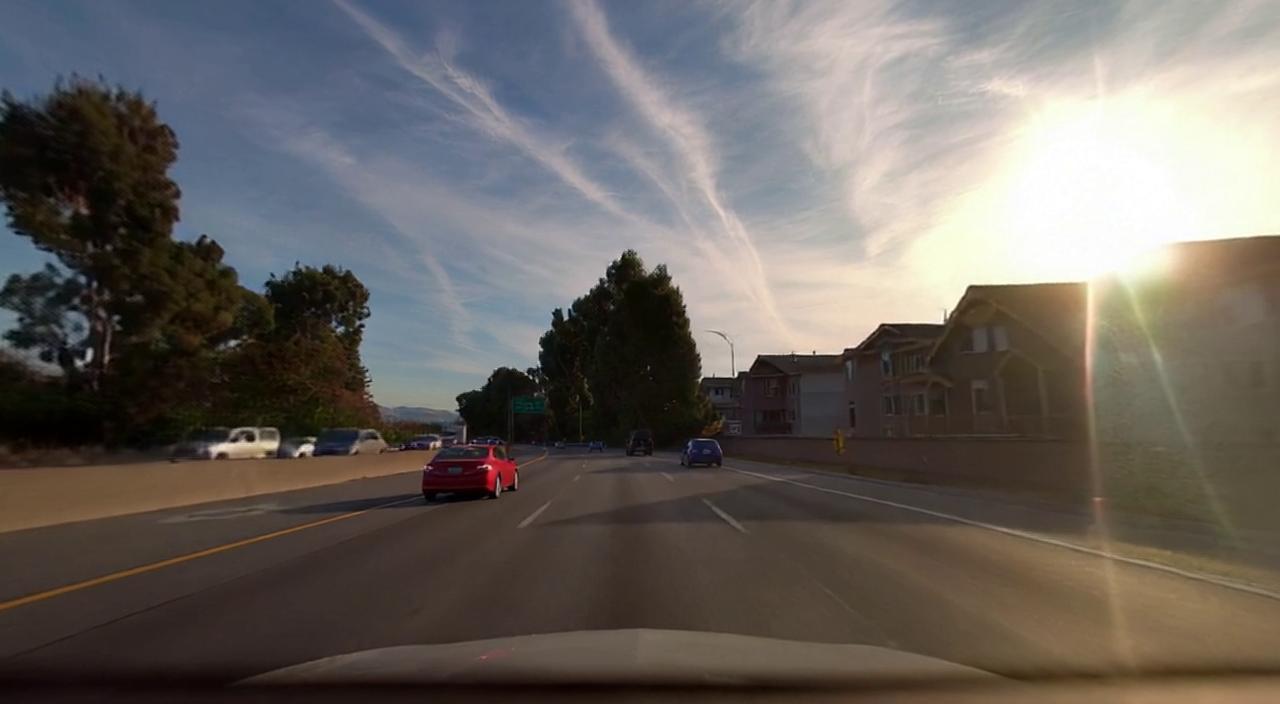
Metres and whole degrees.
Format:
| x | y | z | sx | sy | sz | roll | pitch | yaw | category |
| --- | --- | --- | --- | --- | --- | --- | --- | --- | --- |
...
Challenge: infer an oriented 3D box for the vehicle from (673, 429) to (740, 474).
| x | y | z | sx | sy | sz | roll | pitch | yaw | category |
| --- | --- | --- | --- | --- | --- | --- | --- | --- | --- |
| 2.638 | 4.111 | 26.196 | 2.092 | 1.686 | 4.188 | 0 | -9 | -3 | vehicle |

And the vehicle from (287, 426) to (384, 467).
| x | y | z | sx | sy | sz | roll | pitch | yaw | category |
| --- | --- | --- | --- | --- | --- | --- | --- | --- | --- |
| -13.062 | 4.097 | 27.325 | 2.160 | 1.618 | 4.188 | 0 | -9 | -1 | vehicle |

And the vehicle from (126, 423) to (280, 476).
| x | y | z | sx | sy | sz | roll | pitch | yaw | category |
| --- | --- | --- | --- | --- | --- | --- | --- | --- | --- |
| -17.220 | 3.892 | 25.350 | 2.353 | 1.866 | 5.671 | 0 | -9 | -3 | vehicle |

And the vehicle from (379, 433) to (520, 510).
| x | y | z | sx | sy | sz | roll | pitch | yaw | category |
| --- | --- | --- | --- | --- | --- | --- | --- | --- | --- |
| -4.254 | 2.729 | 14.912 | 2.036 | 1.528 | 4.400 | 0 | -9 | -1 | vehicle |
